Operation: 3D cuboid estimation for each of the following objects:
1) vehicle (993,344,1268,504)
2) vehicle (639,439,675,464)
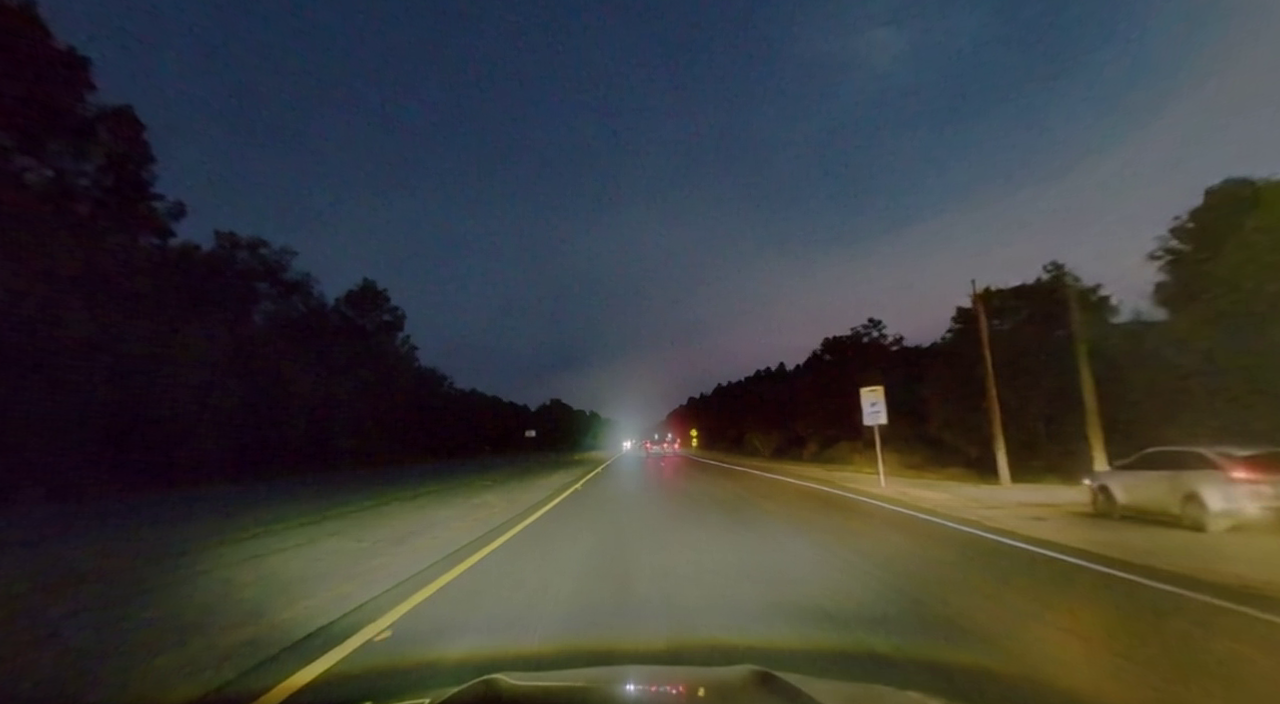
[{"bbox_3d":[10.986,1.762,14.907,3.250,3.147,4.411,-1,-9,11],"label":"vehicle"},{"bbox_3d":[1.208,7.392,47.022,2.183,1.744,4.424,1,-9,-4],"label":"vehicle"}]
